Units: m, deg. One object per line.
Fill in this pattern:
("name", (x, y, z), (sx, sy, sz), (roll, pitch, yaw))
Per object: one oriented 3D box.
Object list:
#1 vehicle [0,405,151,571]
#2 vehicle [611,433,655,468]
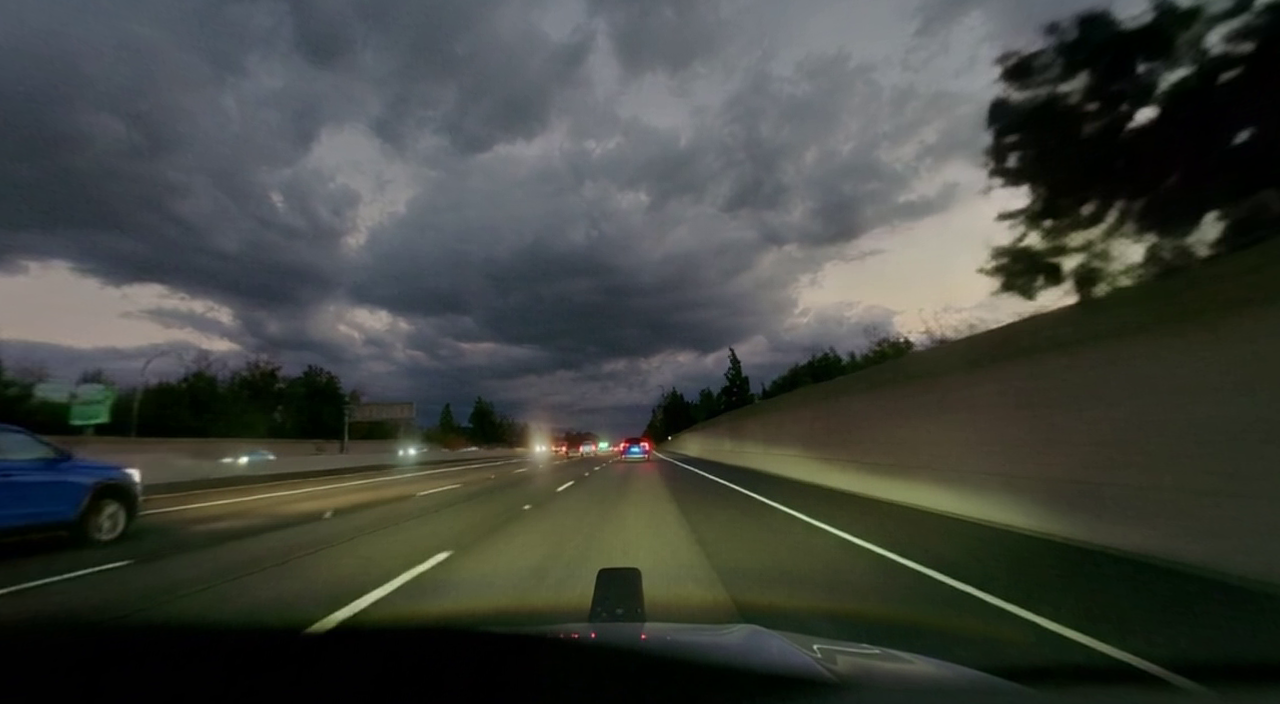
("vehicle", (-7.741, 1.373, 6.248), (2.166, 1.705, 4.433), (0, -9, 0))
("vehicle", (-0.325, 5.182, 33.087), (2.141, 1.706, 4.065), (0, -9, 1))
